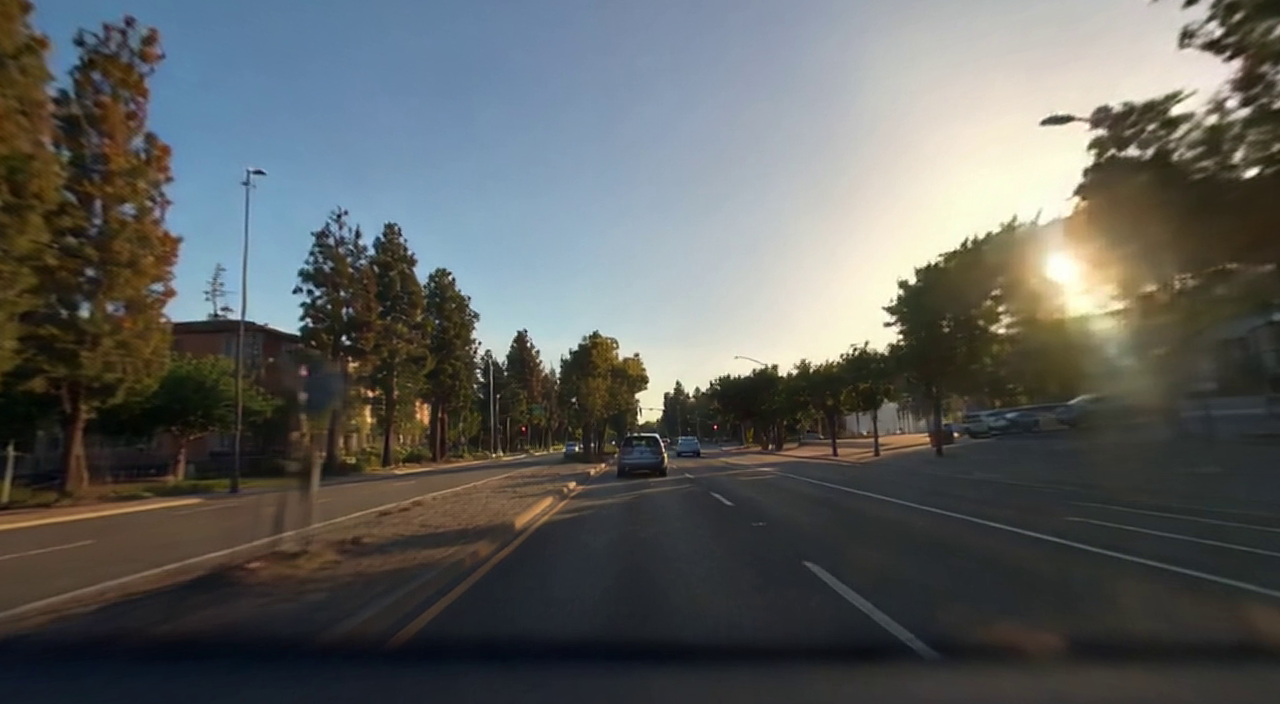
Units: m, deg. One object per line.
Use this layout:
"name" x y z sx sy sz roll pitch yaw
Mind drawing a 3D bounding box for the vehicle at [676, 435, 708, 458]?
"vehicle" 3.866 7.182 47.901 1.987 1.613 4.081 0 -8 -1

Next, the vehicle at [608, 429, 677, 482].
"vehicle" 0.044 3.564 22.075 2.181 1.639 4.127 0 -8 -1

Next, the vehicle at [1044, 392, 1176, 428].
"vehicle" 22.486 2.817 30.322 4.738 1.593 2.123 0 -8 -5
